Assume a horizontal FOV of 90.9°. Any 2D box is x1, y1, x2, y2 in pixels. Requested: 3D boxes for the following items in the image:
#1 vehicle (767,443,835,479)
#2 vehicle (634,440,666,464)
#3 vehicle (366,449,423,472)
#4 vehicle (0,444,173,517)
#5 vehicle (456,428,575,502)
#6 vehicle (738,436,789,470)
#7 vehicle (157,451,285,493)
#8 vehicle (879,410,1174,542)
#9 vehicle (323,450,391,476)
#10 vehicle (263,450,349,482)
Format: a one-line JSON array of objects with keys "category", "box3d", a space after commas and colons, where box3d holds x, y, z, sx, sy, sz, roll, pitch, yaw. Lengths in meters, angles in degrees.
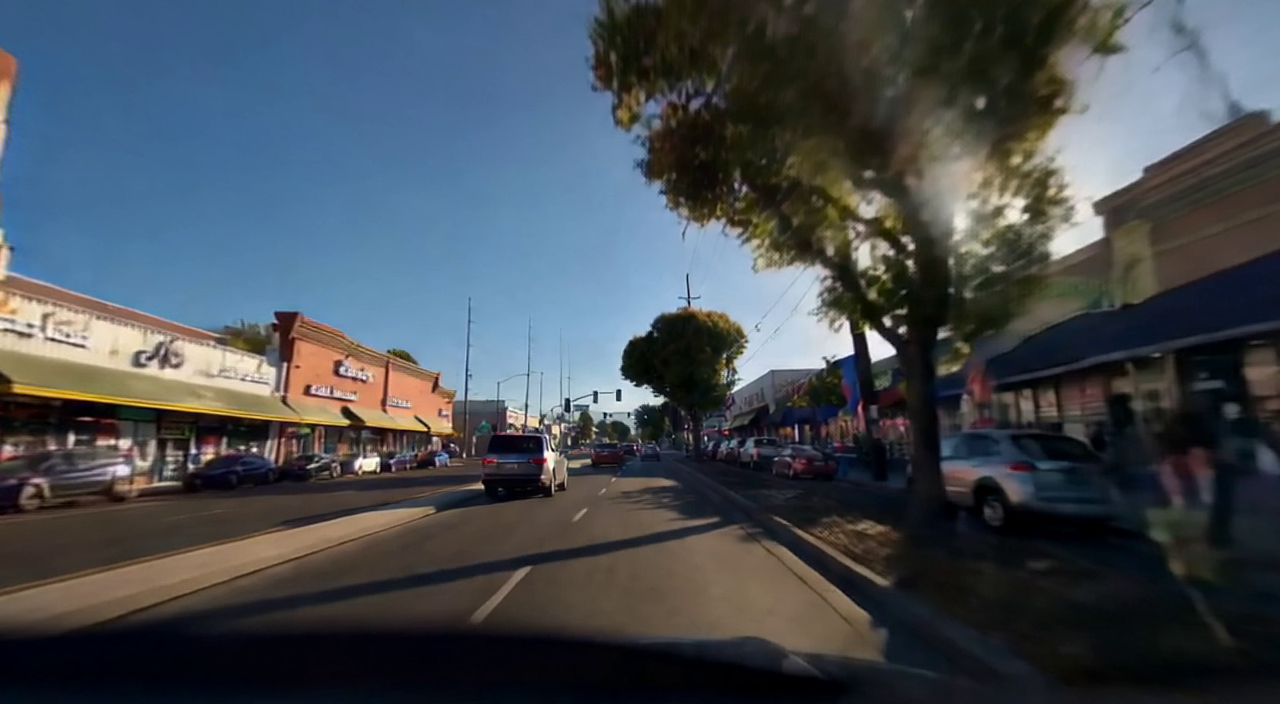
[{"category": "vehicle", "box3d": [7.048, 4.801, 28.032, 1.871, 1.478, 4.272, 0, -9, 0]}, {"category": "vehicle", "box3d": [0.641, 6.613, 41.748, 2.037, 1.484, 4.073, 0, -9, 0]}, {"category": "vehicle", "box3d": [-16.656, 7.354, 43.033, 2.046, 1.458, 4.539, 0, -9, 0]}, {"category": "vehicle", "box3d": [-17.078, 3.756, 19.018, 2.293, 1.736, 4.871, -2, -6, 0]}, {"category": "vehicle", "box3d": [-3.040, 2.887, 16.487, 2.049, 1.646, 4.445, -1, -9, 2]}, {"category": "vehicle", "box3d": [7.111, 5.869, 36.848, 2.005, 1.858, 5.253, 0, -9, 0]}, {"category": "vehicle", "box3d": [-16.989, 4.845, 25.933, 1.984, 1.494, 4.815, 0, -9, 0]}, {"category": "vehicle", "box3d": [6.431, 2.130, 11.491, 2.098, 1.845, 5.117, 0, -9, 0]}, {"category": "vehicle", "box3d": [-16.863, 6.612, 37.815, 1.800, 1.470, 4.548, -1, -9, 2]}, {"category": "vehicle", "box3d": [-17.007, 5.809, 32.362, 1.788, 1.475, 4.737, 0, -9, 1]}]
